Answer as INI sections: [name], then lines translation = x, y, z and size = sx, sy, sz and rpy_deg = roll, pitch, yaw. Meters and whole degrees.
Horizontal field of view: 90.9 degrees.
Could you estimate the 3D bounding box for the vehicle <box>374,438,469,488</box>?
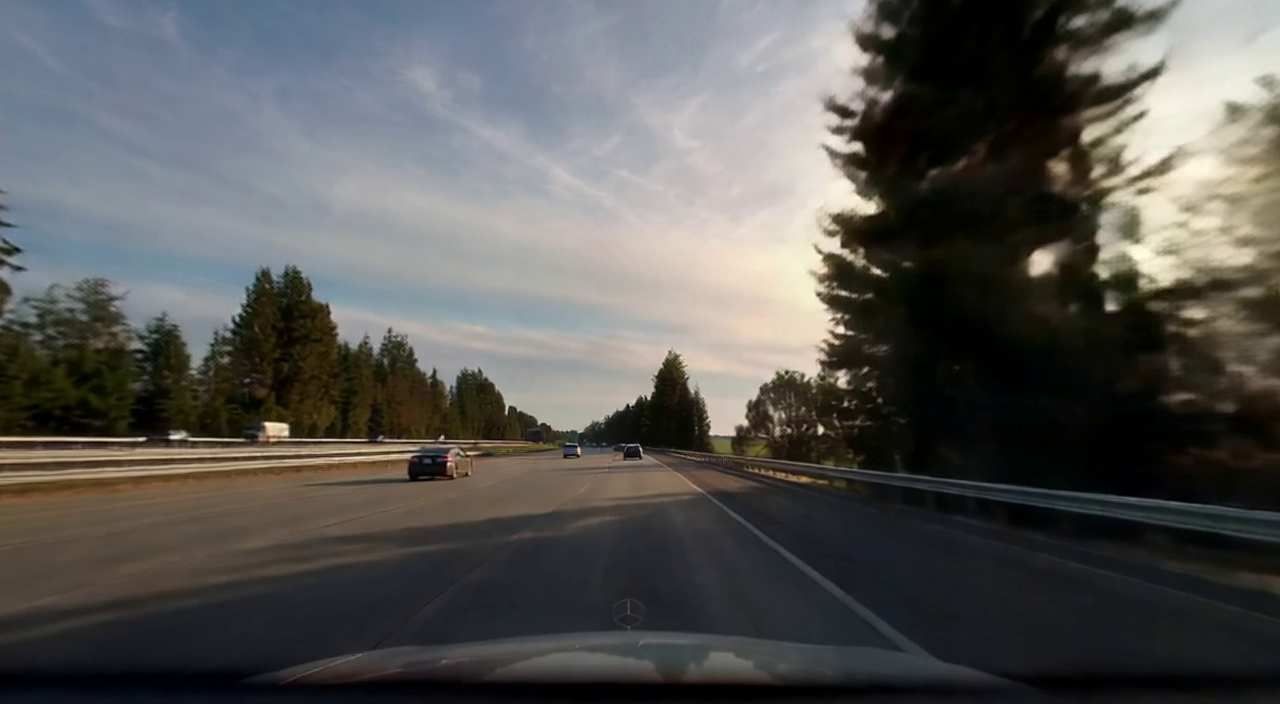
[vehicle]
translation = -7.567, 3.853, 22.264
size = 1.972, 1.603, 3.891
rpy_deg = 0, -8, 0
